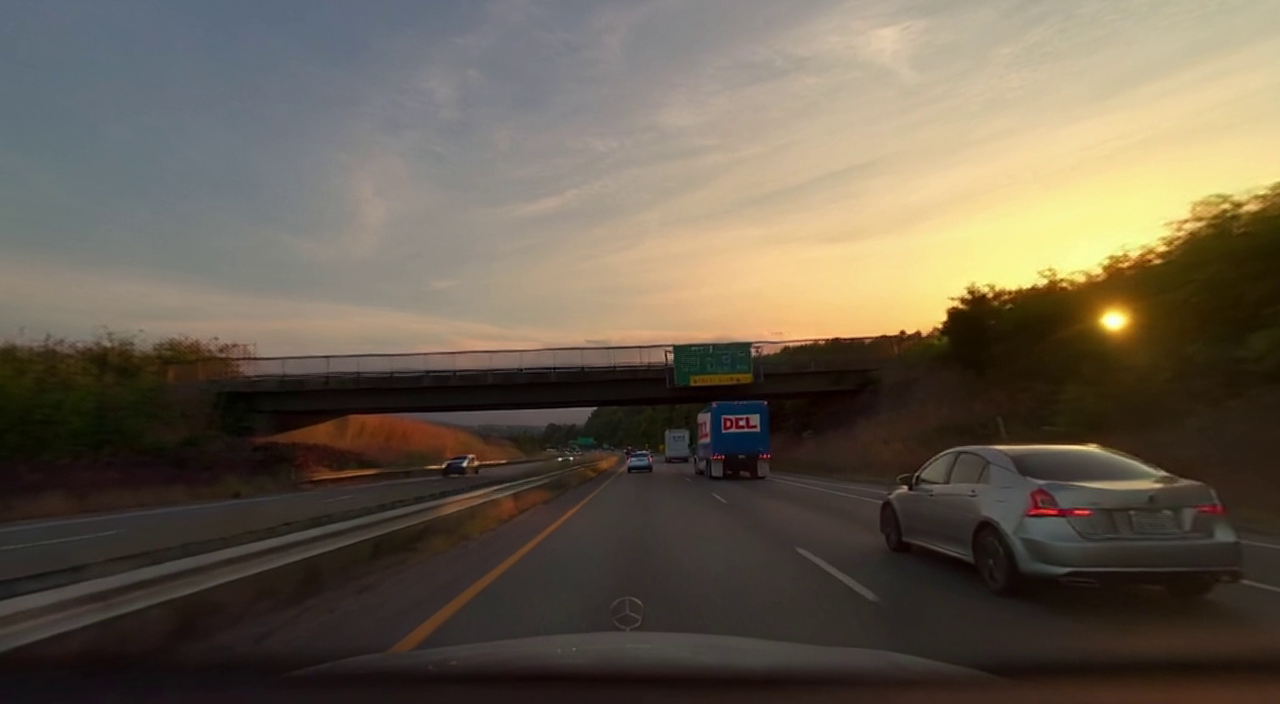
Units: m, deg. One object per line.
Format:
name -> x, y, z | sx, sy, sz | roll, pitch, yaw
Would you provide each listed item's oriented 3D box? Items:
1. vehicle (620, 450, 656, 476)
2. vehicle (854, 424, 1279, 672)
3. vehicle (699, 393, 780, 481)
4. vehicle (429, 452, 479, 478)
vehicle -> -0.104, 6.731, 38.310 | 2.055, 1.445, 3.661 | -1, -9, 0
vehicle -> 3.693, 1.497, 5.901 | 1.894, 1.452, 4.164 | 0, -9, 0
vehicle -> 4.961, 4.522, 33.043 | 2.838, 3.985, 8.010 | 0, -9, 0
vehicle -> -12.826, 7.846, 43.828 | 2.029, 1.656, 4.587 | -1, -9, 1
